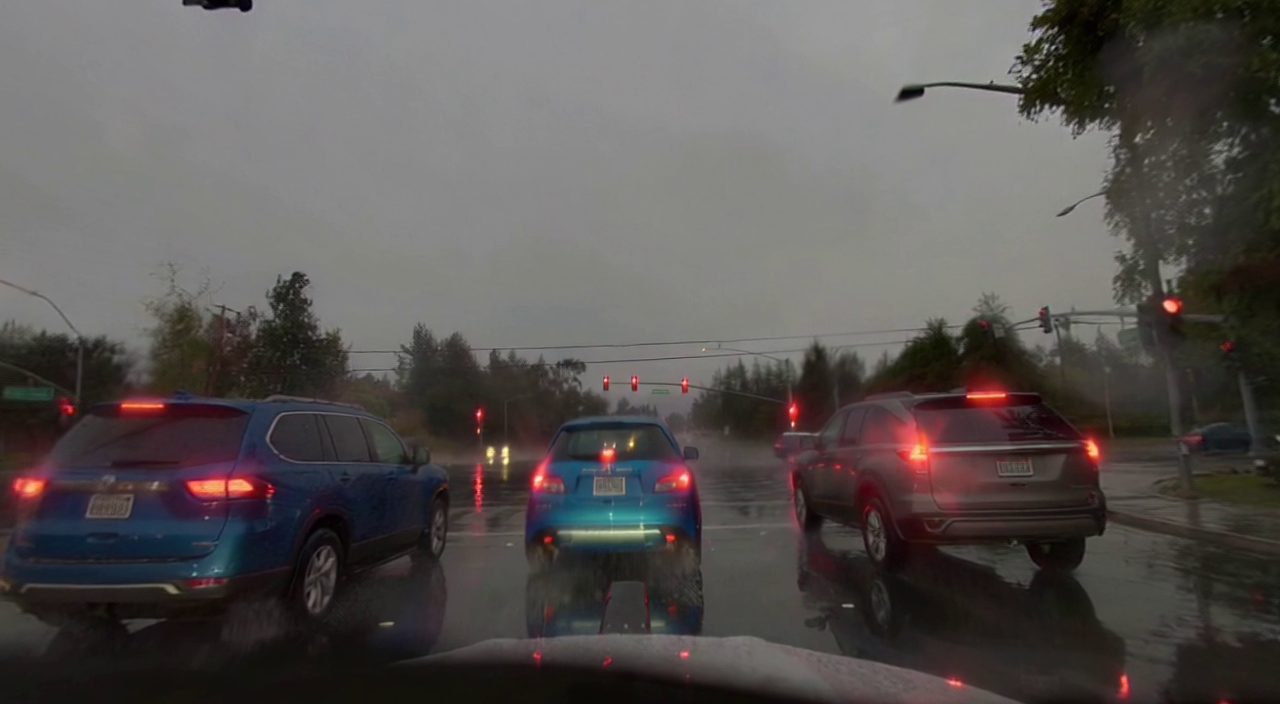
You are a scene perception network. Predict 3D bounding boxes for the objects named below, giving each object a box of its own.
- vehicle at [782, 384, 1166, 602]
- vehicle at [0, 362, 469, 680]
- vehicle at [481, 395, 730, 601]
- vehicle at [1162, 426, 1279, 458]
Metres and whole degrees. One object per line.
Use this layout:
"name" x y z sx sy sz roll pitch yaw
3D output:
"vehicle" 3.261 1.487 7.515 2.083 1.779 4.532 0 -8 0
"vehicle" -3.279 1.280 5.886 2.047 1.810 4.414 0 -8 1
"vehicle" -0.239 1.509 7.318 2.067 1.702 3.987 0 -8 2
"vehicle" 28.848 4.400 30.805 5.018 1.435 1.920 0 -9 -3
